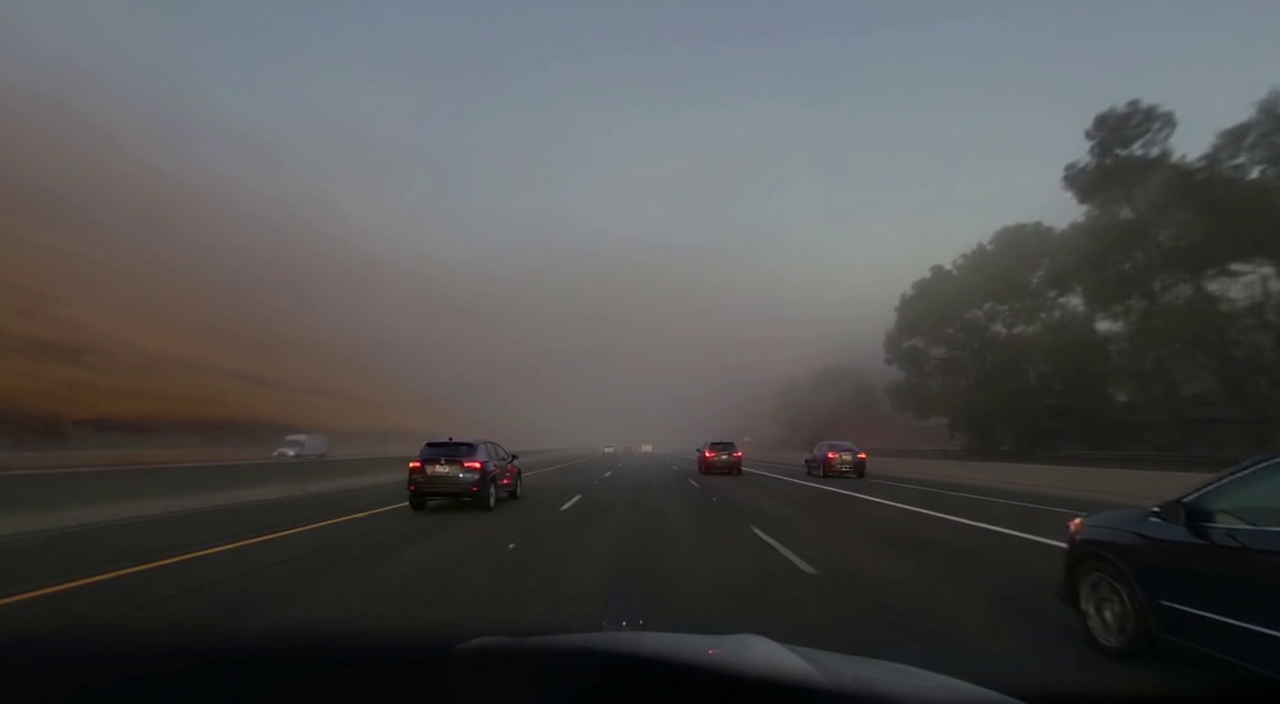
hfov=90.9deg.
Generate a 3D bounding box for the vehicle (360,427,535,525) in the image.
[{"bbox_3d":[-3.704,2.482,13.169,2.166,1.672,4.388,0,-8,1],"label":"vehicle"}]

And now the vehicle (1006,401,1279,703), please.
[{"bbox_3d":[3.456,0.877,2.079,1.941,1.481,4.300,0,-9,1],"label":"vehicle"}]

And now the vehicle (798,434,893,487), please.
[{"bbox_3d":[7.353,3.903,23.056,1.998,1.717,4.338,0,-8,0],"label":"vehicle"}]

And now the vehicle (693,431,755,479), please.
[{"bbox_3d":[3.643,4.583,28.352,2.121,1.925,5.056,0,-8,0],"label":"vehicle"}]
